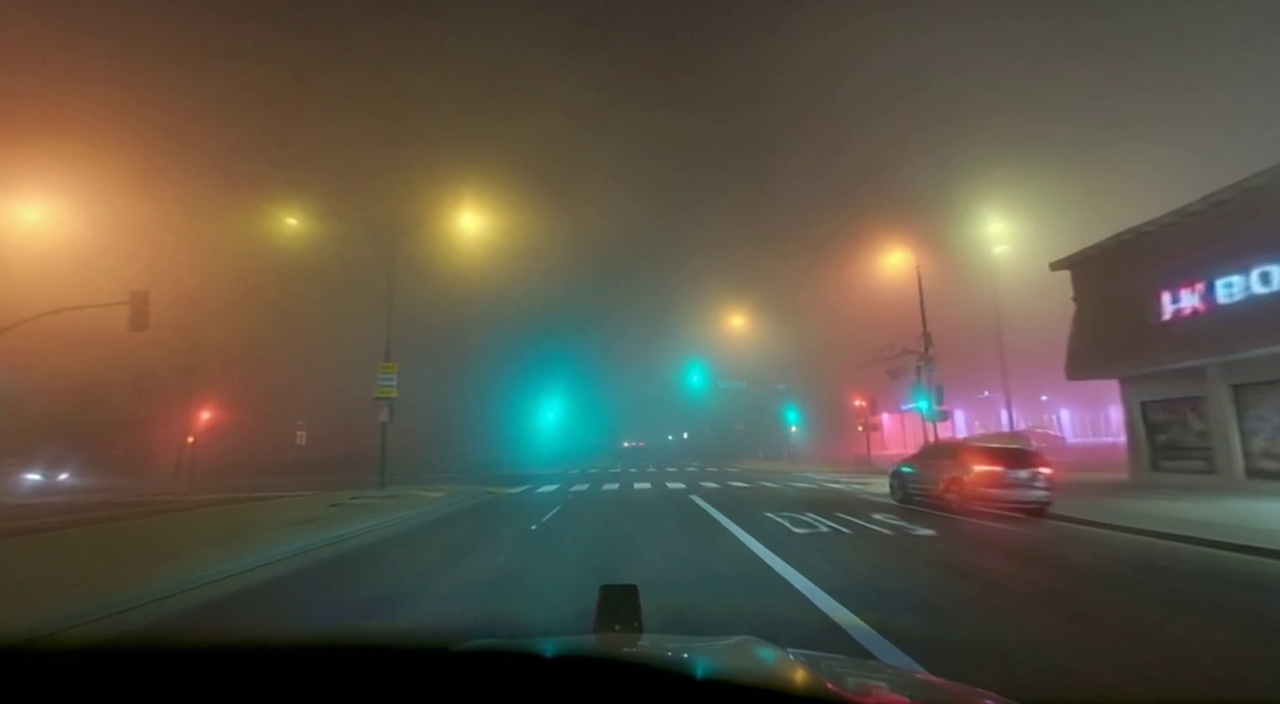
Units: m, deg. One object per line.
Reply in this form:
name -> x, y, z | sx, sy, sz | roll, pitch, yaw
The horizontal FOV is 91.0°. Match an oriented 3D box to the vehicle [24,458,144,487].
vehicle -> -29.681, 6.429, 33.700 | 4.644, 1.428, 1.814 | 0, -8, -1

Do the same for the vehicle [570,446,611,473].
vehicle -> -2.881, 6.400, 37.677 | 2.078, 1.471, 4.217 | 0, -9, 0

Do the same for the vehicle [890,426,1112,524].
vehicle -> 7.220, 2.491, 13.306 | 1.950, 1.686, 4.509 | 0, -9, -1
